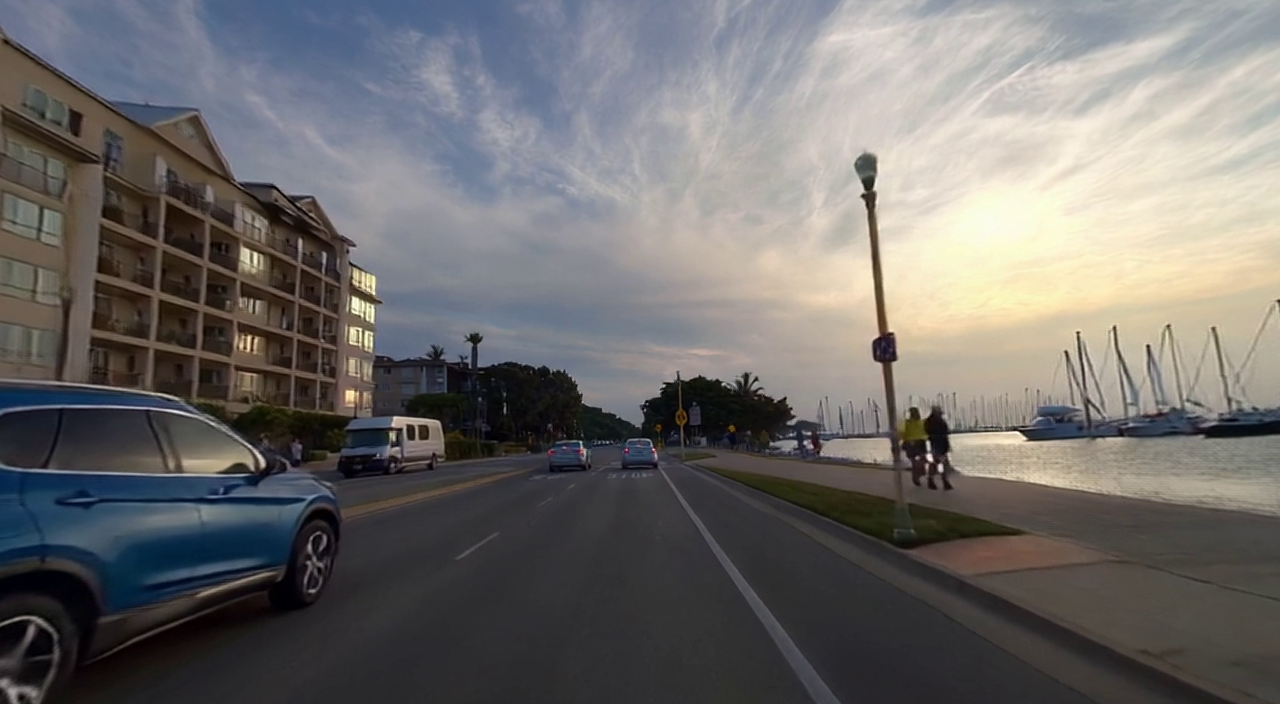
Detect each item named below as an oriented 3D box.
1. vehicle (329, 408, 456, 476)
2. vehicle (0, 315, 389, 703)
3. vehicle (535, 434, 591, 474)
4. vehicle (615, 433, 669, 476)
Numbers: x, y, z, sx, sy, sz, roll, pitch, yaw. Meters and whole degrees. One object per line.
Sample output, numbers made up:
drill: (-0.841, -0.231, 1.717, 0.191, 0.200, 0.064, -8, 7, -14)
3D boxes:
vehicle: (-13.476, 5.104, 35.503, 2.924, 3.288, 9.352, -1, -9, 3)
vehicle: (-3.551, 0.975, 3.799, 2.082, 1.817, 4.724, 0, -9, 0)
vehicle: (-3.505, 4.736, 29.445, 2.056, 1.680, 4.205, 0, -9, 1)
vehicle: (0.064, 4.192, 25.875, 2.057, 1.624, 3.726, 0, -9, 0)
